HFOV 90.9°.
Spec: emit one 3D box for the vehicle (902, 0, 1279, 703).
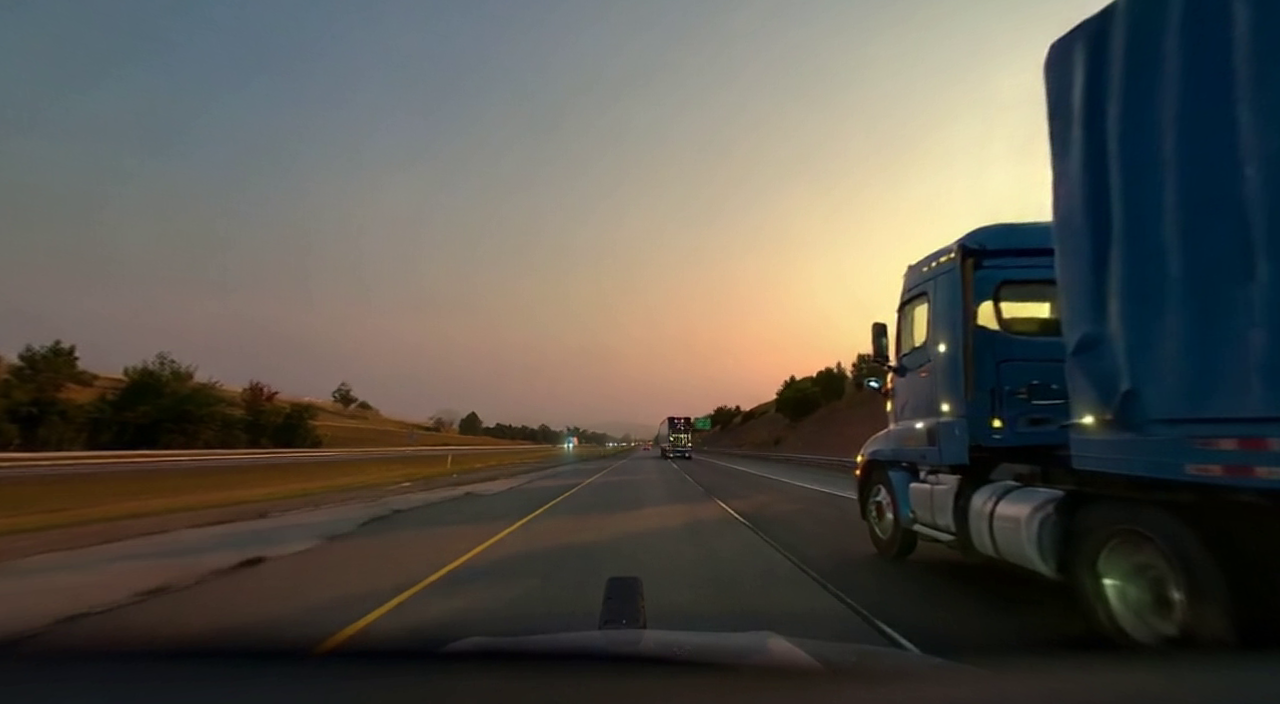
[{"bbox_3d":[4.009,-0.499,0.932,3.080,4.016,9.760,-1,-8,1],"label":"vehicle"}]
